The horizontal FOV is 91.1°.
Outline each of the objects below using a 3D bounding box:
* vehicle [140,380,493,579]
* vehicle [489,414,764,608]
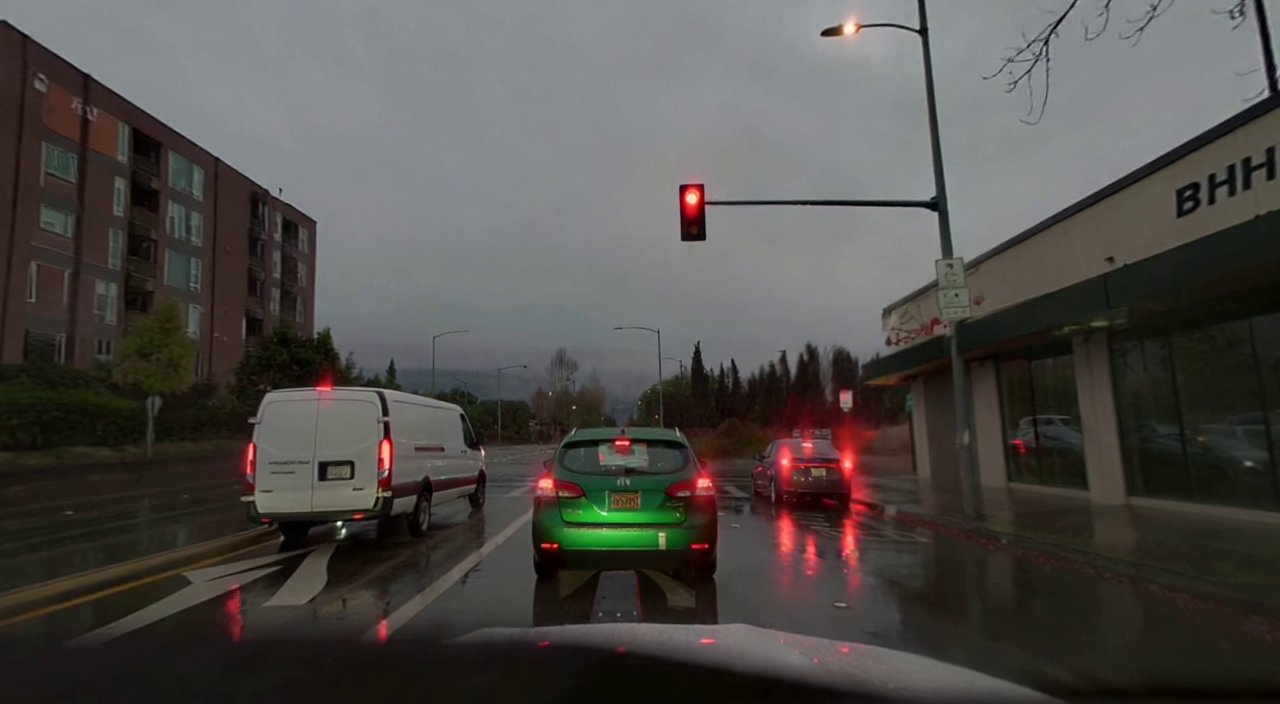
[{"bbox_3d":[-3.585,1.513,8.421,2.076,1.820,5.100,0,-8,-1],"label":"vehicle"},{"bbox_3d":[-0.110,1.466,6.775,2.064,1.452,3.942,0,-8,0],"label":"vehicle"}]
